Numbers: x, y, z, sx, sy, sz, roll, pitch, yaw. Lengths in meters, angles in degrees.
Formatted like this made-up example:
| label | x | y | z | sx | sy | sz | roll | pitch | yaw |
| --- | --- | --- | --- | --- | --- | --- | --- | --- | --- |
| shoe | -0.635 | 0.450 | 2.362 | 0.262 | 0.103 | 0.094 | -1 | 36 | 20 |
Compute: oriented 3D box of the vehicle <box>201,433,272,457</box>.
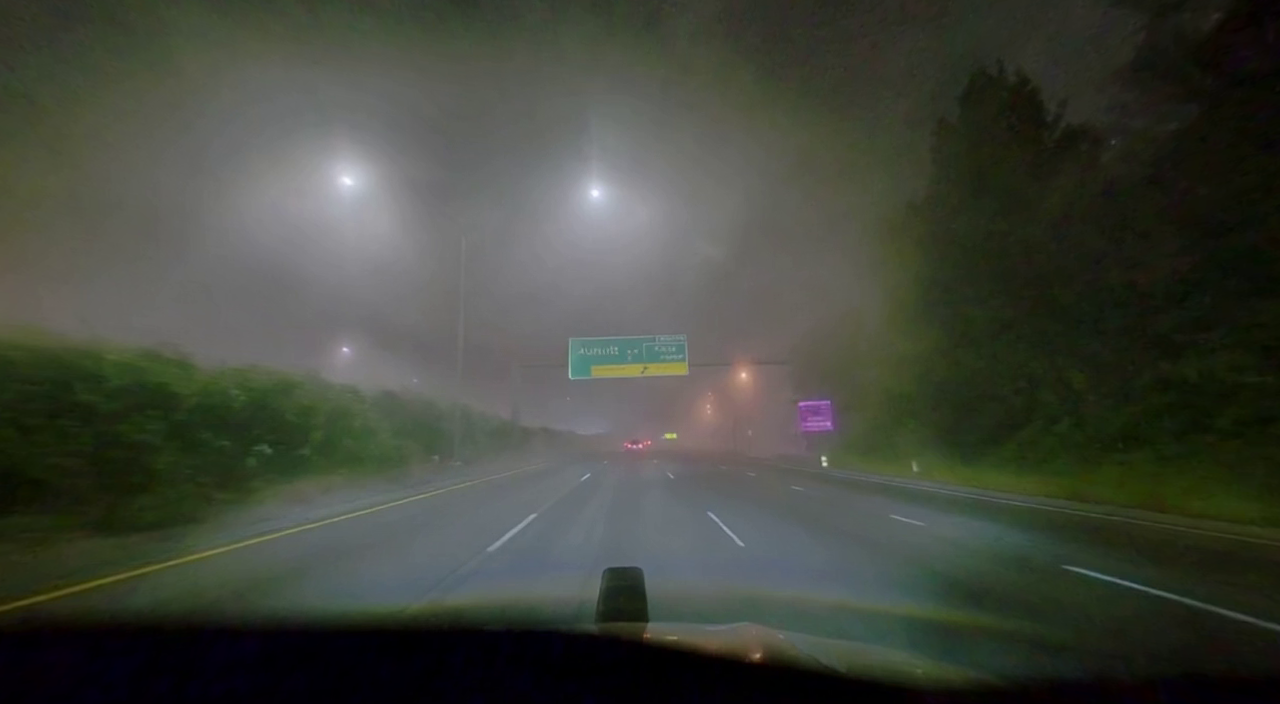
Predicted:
| label | x | y | z | sx | sy | sz | roll | pitch | yaw |
| --- | --- | --- | --- | --- | --- | --- | --- | --- | --- |
| vehicle | -27.352 | 6.331 | 42.891 | 2.072 | 1.548 | 4.290 | 0 | -8 | -2 |
